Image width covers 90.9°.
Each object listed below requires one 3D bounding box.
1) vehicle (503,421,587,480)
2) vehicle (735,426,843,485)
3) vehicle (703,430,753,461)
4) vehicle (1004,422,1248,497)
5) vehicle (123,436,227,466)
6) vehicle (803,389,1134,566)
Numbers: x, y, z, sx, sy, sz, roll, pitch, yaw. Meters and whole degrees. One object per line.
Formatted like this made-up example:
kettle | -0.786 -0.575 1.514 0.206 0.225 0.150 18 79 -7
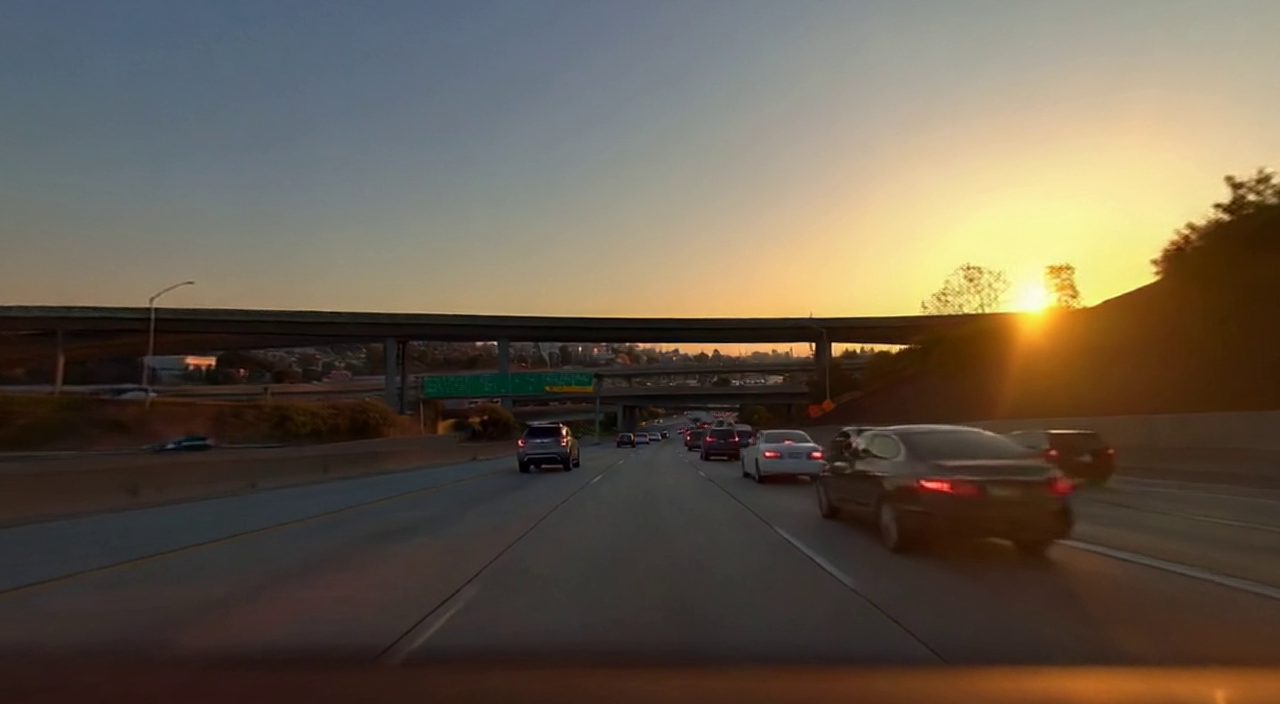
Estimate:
vehicle | -2.989 3.219 20.796 2.006 1.741 4.277 -1 -8 2
vehicle | 4.192 3.010 18.610 2.088 1.491 4.549 0 -8 0
vehicle | 4.554 4.949 33.373 1.999 1.482 4.743 0 -8 0
vehicle | 10.898 2.439 14.716 1.968 1.457 4.559 0 -8 -2
vehicle | -25.761 5.492 35.203 1.913 1.509 4.728 -1 -8 6
vehicle | 3.786 1.542 8.440 1.991 1.715 4.455 0 -8 0
